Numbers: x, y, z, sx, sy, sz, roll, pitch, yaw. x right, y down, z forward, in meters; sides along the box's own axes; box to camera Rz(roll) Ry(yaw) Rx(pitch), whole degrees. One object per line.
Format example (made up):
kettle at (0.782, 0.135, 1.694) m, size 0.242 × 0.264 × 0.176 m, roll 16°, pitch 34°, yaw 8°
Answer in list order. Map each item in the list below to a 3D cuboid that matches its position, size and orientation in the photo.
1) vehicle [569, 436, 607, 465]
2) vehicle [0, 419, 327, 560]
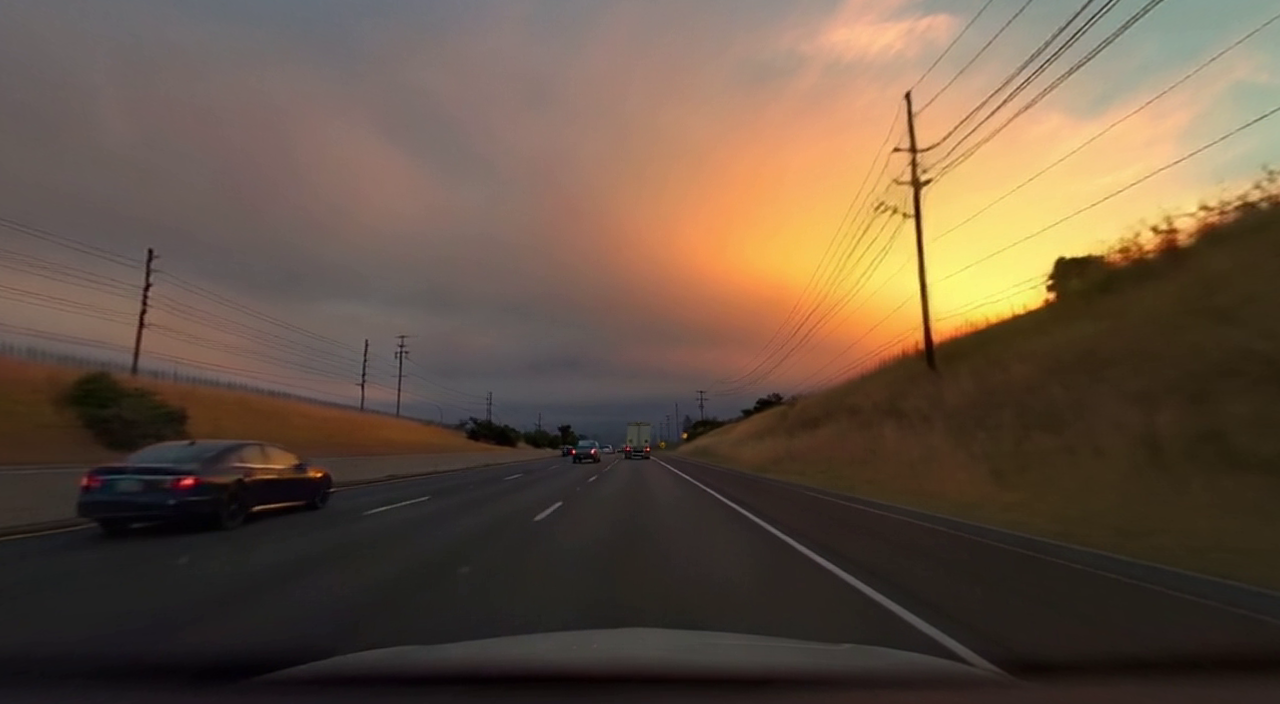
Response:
vehicle at (-3.625, 6.940, 44.545) m, size 2.207 × 1.949 × 4.911 m, roll 0°, pitch -9°, yaw 1°
vehicle at (-6.892, 1.892, 9.399) m, size 2.066 × 1.558 × 4.607 m, roll 0°, pitch -9°, yaw 0°
